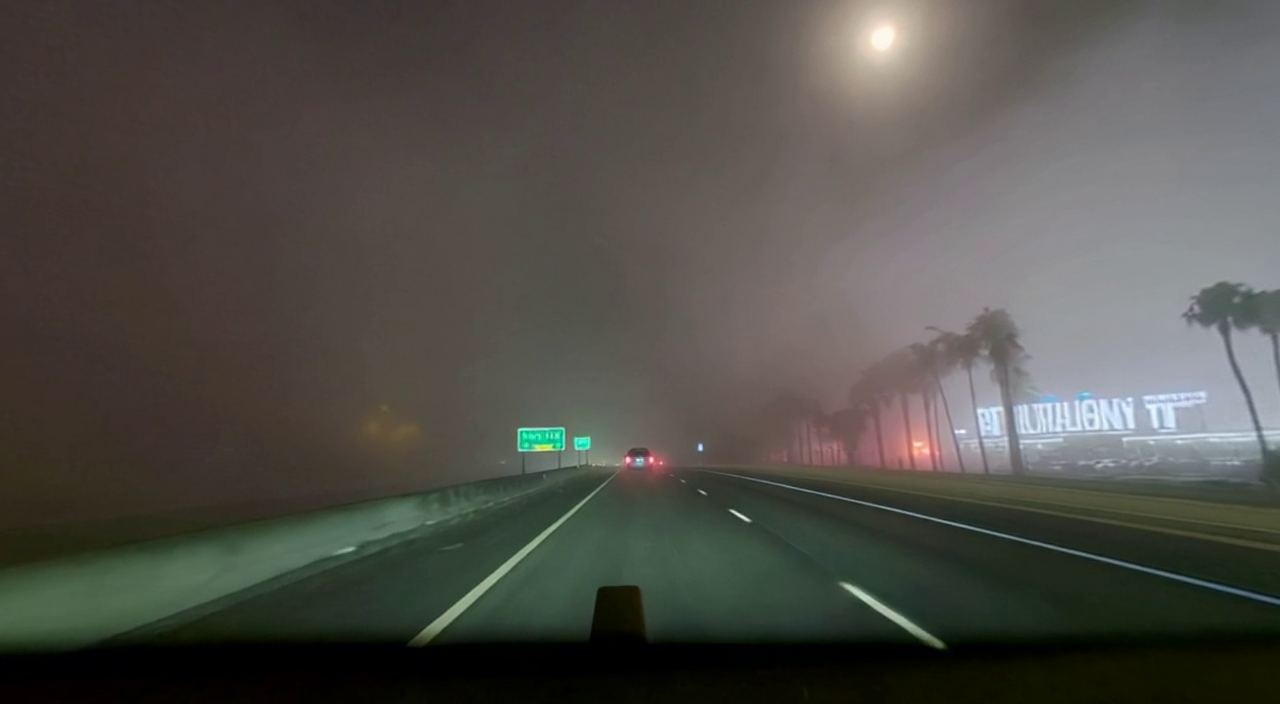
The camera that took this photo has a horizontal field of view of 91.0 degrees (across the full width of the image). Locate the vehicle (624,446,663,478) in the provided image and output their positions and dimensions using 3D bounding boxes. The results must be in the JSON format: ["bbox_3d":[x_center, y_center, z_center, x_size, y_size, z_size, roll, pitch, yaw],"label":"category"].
[{"bbox_3d":[0.178,6.288,36.260,2.089,1.718,4.193,0,-9,0],"label":"vehicle"}]
